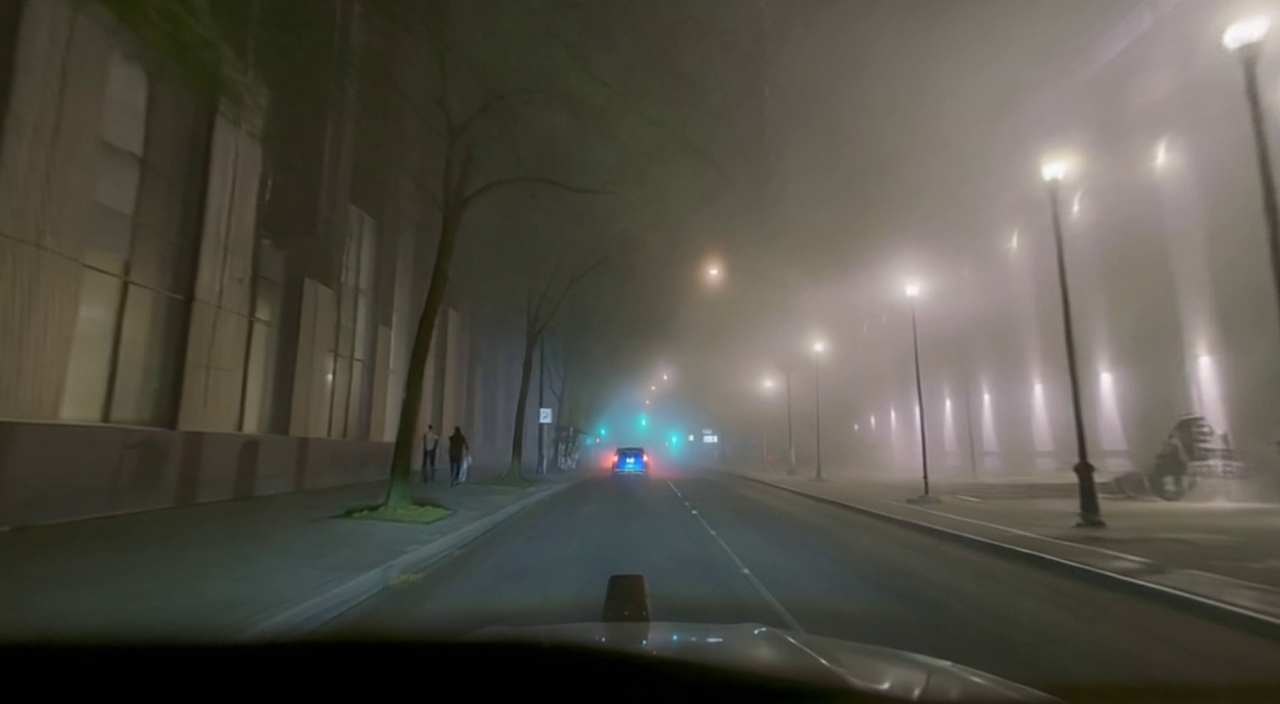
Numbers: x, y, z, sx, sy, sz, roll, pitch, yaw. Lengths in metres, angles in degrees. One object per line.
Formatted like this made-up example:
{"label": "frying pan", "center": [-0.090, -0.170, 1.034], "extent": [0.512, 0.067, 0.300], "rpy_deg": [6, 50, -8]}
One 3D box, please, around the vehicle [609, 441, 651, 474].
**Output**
{"label": "vehicle", "center": [-0.498, 5.482, 32.929], "extent": [2.079, 1.621, 3.861], "rpy_deg": [0, -8, -1]}
